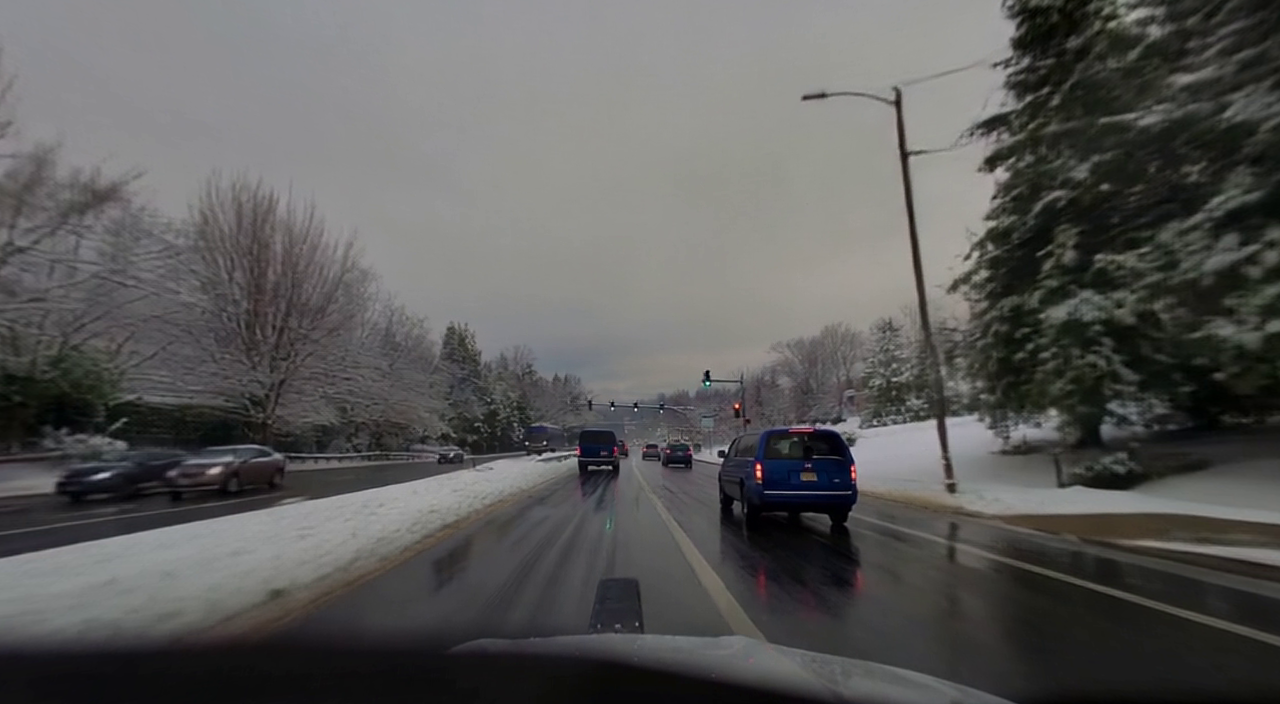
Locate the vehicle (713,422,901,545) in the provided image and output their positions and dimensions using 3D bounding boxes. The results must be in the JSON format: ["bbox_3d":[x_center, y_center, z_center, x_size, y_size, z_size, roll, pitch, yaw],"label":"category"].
[{"bbox_3d":[2.554,2.123,10.836,1.965,1.671,4.146,0,-9,-2],"label":"vehicle"}]

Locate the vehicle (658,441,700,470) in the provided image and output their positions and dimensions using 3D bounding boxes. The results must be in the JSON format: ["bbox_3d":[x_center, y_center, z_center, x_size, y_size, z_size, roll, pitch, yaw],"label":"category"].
[{"bbox_3d":[2.434,6.567,40.328,2.248,1.692,4.252,0,-9,-2],"label":"vehicle"}]

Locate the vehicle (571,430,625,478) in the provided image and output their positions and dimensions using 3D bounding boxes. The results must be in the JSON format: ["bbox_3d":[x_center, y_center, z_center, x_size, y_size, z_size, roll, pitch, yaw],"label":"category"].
[{"bbox_3d":[-1.872,4.752,29.644,2.228,2.054,4.309,0,-9,0],"label":"vehicle"}]

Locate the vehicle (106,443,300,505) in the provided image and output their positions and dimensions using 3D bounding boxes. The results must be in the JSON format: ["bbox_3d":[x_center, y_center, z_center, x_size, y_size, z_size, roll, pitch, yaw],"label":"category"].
[{"bbox_3d":[-11.803,3.297,17.578,2.116,1.481,4.572,0,-9,0],"label":"vehicle"}]
